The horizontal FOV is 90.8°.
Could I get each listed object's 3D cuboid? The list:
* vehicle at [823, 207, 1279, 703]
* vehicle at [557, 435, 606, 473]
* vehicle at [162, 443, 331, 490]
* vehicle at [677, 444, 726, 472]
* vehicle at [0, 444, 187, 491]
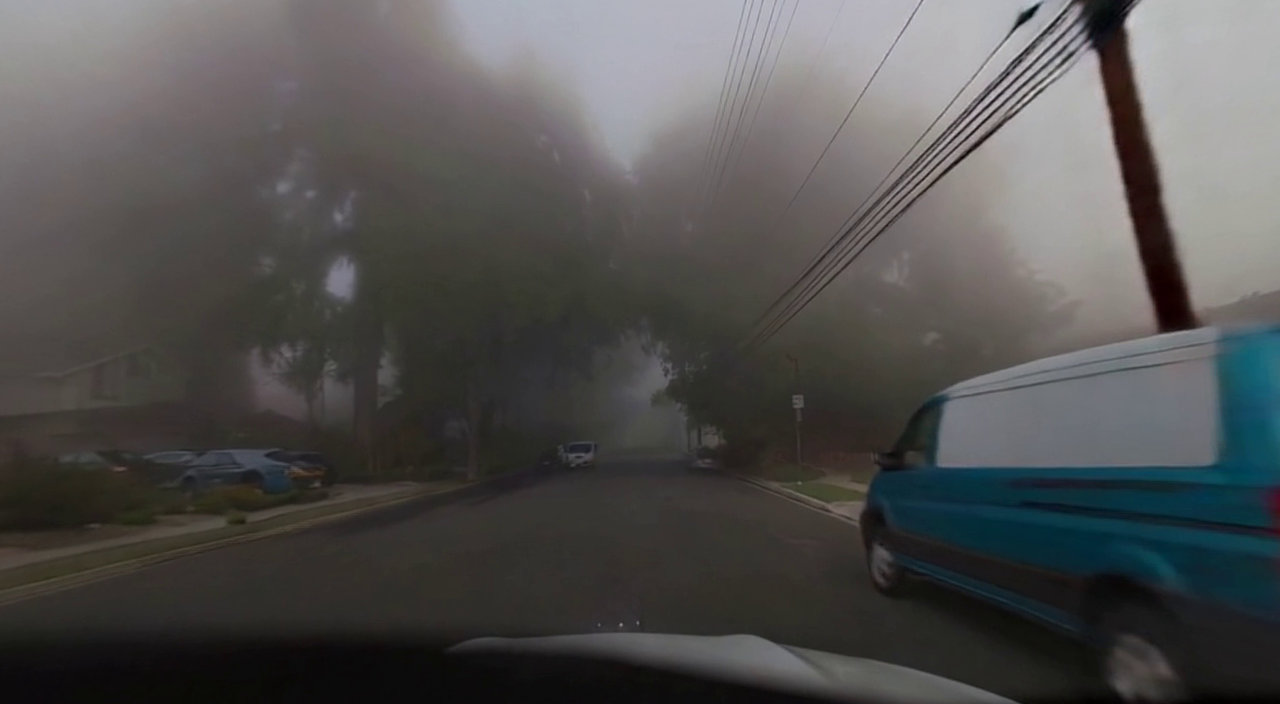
[{"bbox_3d":[3.030,0.870,3.618,2.311,2.069,5.156,0,-9,-1],"label":"vehicle"},{"bbox_3d":[-3.017,5.423,33.671,2.032,1.836,4.520,-1,-9,2],"label":"vehicle"},{"bbox_3d":[-13.268,3.878,21.545,4.443,1.475,1.932,0,-9,-2],"label":"vehicle"},{"bbox_3d":[3.308,5.809,34.958,1.944,1.439,4.500,0,-9,-4],"label":"vehicle"},{"bbox_3d":[-18.502,3.903,21.500,4.615,1.482,2.073,-1,-8,2],"label":"vehicle"}]
